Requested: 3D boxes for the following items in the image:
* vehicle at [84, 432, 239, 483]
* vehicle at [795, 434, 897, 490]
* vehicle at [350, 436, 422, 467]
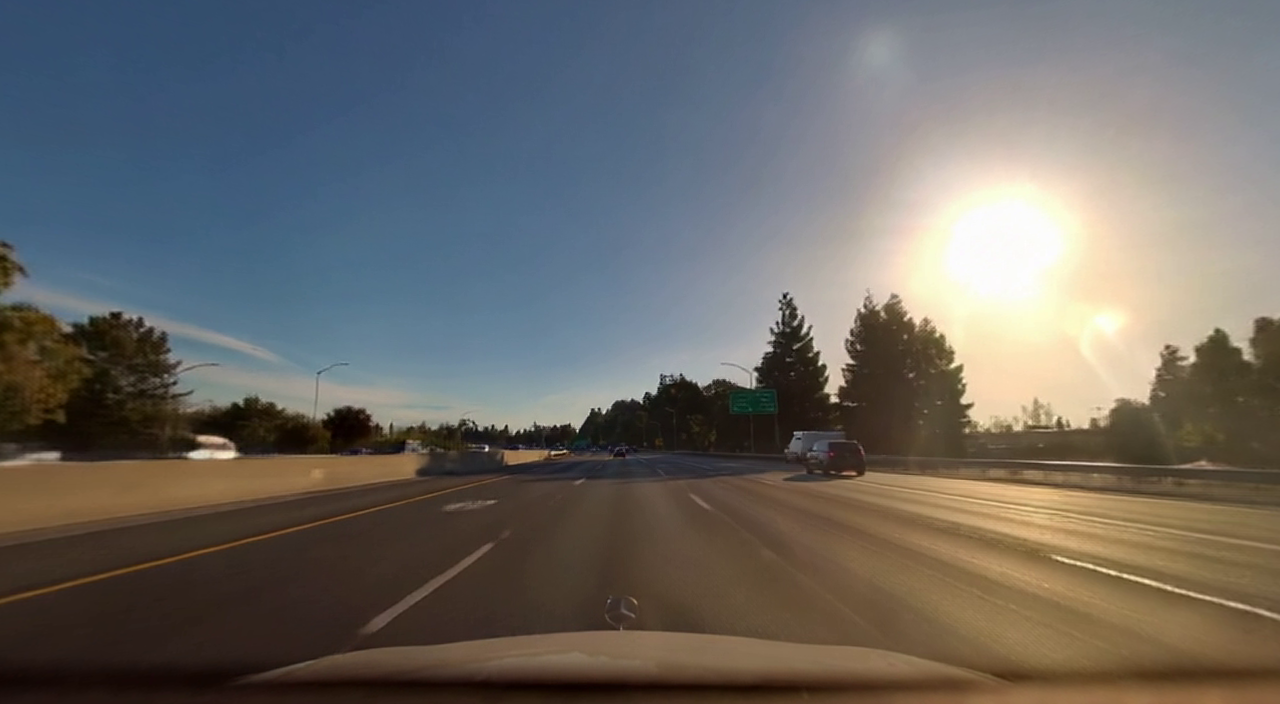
[{"bbox_3d":[-17.862,3.981,23.998,1.948,1.706,5.045,0,-9,0],"label":"vehicle"},{"bbox_3d":[6.948,3.749,21.811,2.081,1.705,3.926,0,-9,-1],"label":"vehicle"},{"bbox_3d":[-14.358,5.665,35.993,2.189,1.641,4.696,0,-9,-1],"label":"vehicle"}]
